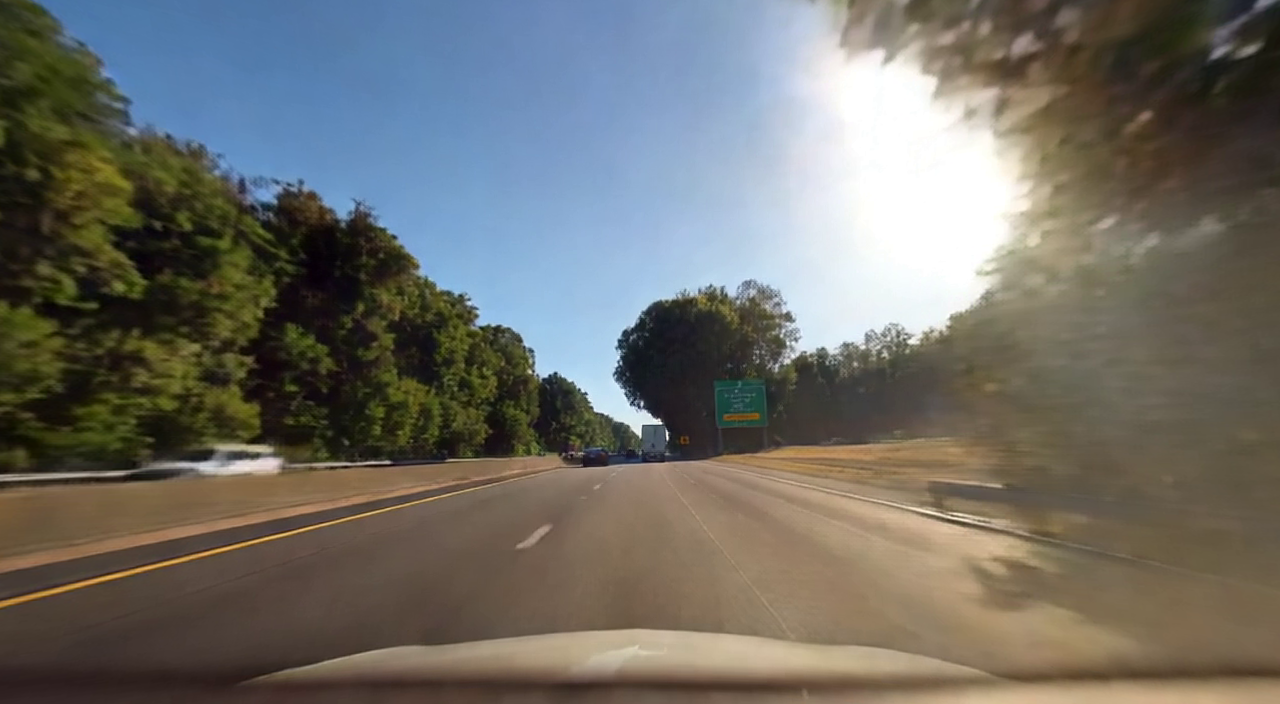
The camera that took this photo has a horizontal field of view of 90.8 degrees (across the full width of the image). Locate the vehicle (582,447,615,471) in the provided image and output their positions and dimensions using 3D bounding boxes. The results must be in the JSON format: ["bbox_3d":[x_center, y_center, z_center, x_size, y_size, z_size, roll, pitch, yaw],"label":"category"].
[{"bbox_3d":[-3.001,7.821,46.307,2.057,1.618,4.212,0,-9,1],"label":"vehicle"}]

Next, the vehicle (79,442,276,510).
[{"bbox_3d":[-11.848,3.180,16.631,1.961,1.550,4.218,0,-9,0],"label":"vehicle"}]
